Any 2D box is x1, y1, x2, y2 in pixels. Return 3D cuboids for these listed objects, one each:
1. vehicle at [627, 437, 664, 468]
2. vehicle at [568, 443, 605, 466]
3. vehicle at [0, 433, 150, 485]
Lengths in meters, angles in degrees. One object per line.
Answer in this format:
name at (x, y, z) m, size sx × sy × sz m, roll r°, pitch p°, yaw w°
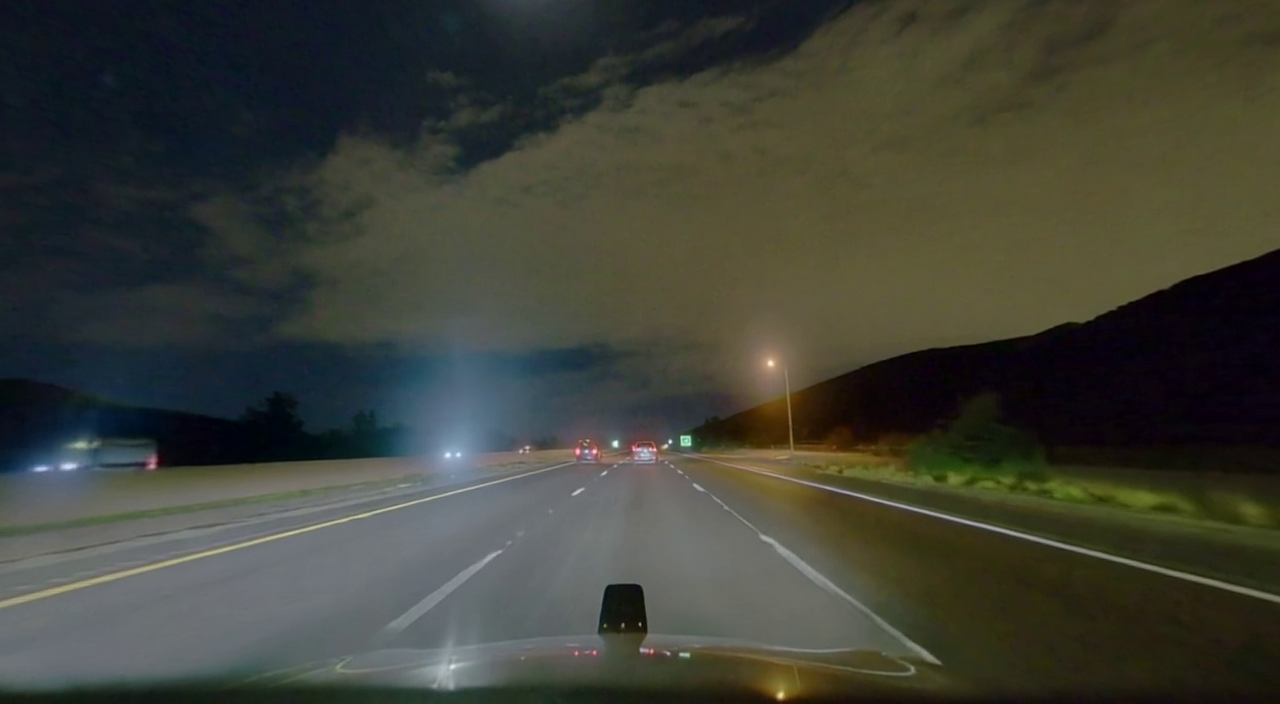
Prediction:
vehicle at (0.344, 6.402, 40.323) m, size 2.272 × 1.836 × 4.866 m, roll 0°, pitch -9°, yaw 0°
vehicle at (-3.593, 7.022, 43.058) m, size 2.082 × 1.485 × 4.237 m, roll 0°, pitch -9°, yaw 1°
vehicle at (-21.268, 3.994, 23.749) m, size 1.839 × 1.745 × 4.411 m, roll 0°, pitch -9°, yaw 0°
